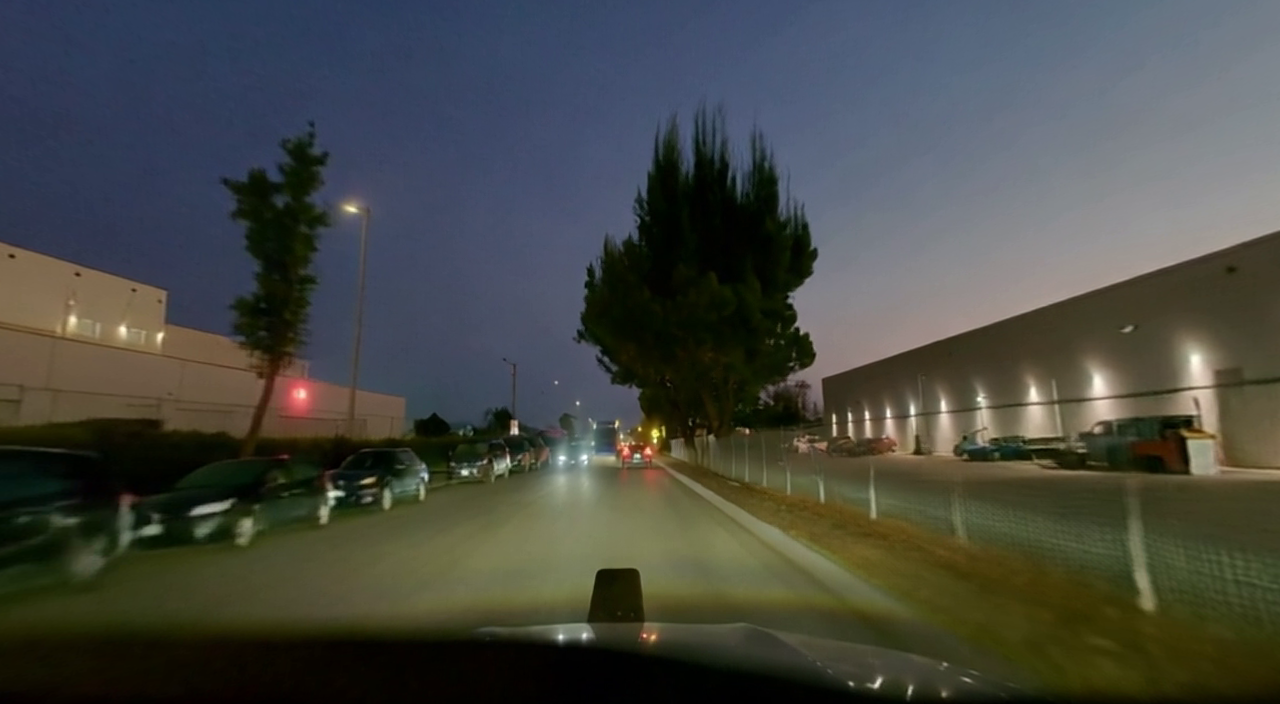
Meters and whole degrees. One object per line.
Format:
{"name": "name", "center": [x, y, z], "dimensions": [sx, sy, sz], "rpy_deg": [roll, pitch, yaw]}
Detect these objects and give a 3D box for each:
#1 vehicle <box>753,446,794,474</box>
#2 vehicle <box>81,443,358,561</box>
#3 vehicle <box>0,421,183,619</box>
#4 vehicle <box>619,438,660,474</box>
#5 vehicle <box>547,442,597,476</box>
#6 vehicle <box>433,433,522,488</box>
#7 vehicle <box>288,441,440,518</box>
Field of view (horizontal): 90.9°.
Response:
{"name": "vehicle", "center": [8.332, 6.769, 39.661], "dimensions": [1.874, 1.669, 4.083], "rpy_deg": [0, -9, 3]}
{"name": "vehicle", "center": [-6.311, 2.224, 10.146], "dimensions": [1.768, 1.489, 3.945], "rpy_deg": [0, -8, -1]}
{"name": "vehicle", "center": [-6.326, 1.393, 5.199], "dimensions": [1.926, 1.647, 4.185], "rpy_deg": [0, -8, 0]}
{"name": "vehicle", "center": [-0.004, 5.837, 35.600], "dimensions": [2.152, 1.874, 4.042], "rpy_deg": [0, -8, 1]}
{"name": "vehicle", "center": [-3.610, 5.768, 34.223], "dimensions": [2.157, 1.703, 4.310], "rpy_deg": [0, -8, 1]}
{"name": "vehicle", "center": [-6.412, 4.396, 25.604], "dimensions": [2.139, 1.943, 5.295], "rpy_deg": [-1, -10, 1]}
{"name": "vehicle", "center": [-6.373, 2.941, 15.151], "dimensions": [1.799, 1.579, 4.048], "rpy_deg": [0, -8, 0]}
